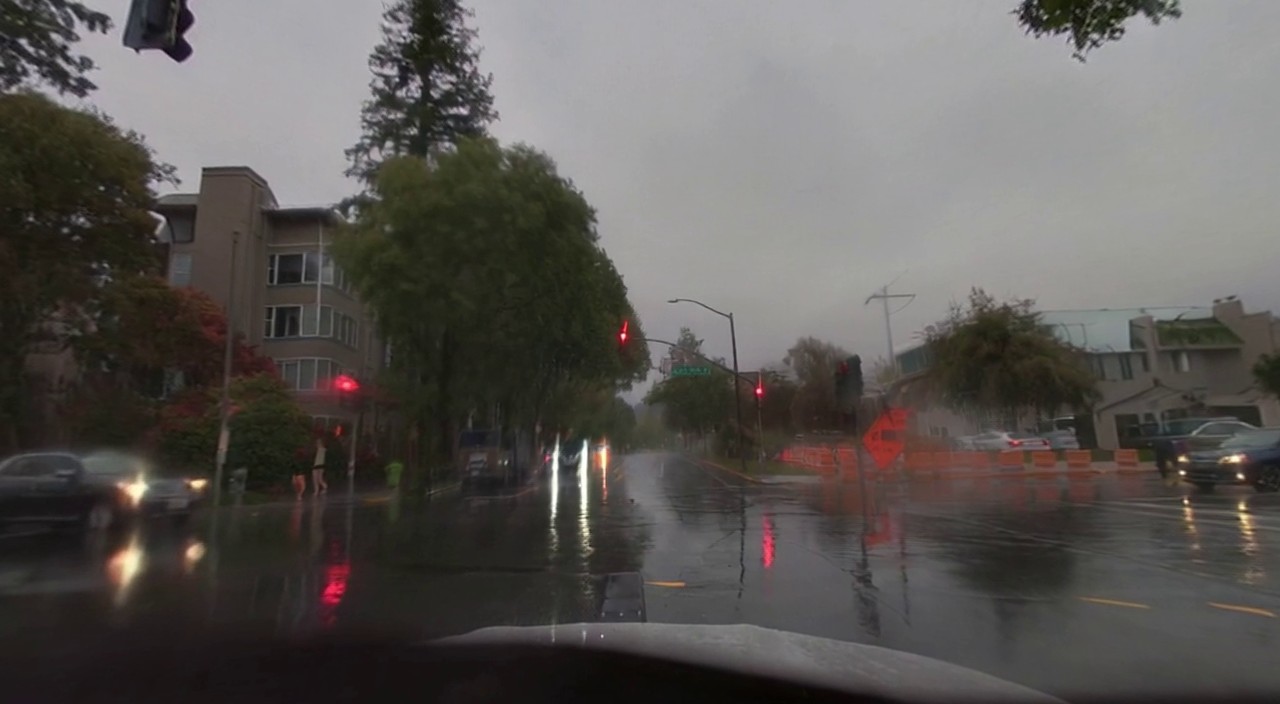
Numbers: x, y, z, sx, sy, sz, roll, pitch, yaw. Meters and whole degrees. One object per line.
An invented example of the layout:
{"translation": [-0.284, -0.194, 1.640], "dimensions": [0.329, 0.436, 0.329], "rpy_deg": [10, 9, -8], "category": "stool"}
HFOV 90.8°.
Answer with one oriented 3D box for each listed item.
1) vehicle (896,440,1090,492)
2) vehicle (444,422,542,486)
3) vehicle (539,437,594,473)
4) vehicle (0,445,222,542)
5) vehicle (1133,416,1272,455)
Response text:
{"translation": [11.191, 3.626, 20.432], "dimensions": [5.158, 1.470, 2.012], "rpy_deg": [-4, -10, 26], "category": "vehicle"}
{"translation": [-6.490, 4.651, 29.197], "dimensions": [2.896, 2.560, 7.322], "rpy_deg": [0, -8, -1], "category": "vehicle"}
{"translation": [-3.683, 5.278, 32.496], "dimensions": [2.302, 1.708, 4.764], "rpy_deg": [0, -9, 0], "category": "vehicle"}
{"translation": [-11.188, 2.708, 12.497], "dimensions": [4.390, 1.700, 2.048], "rpy_deg": [-1, -9, 4], "category": "vehicle"}
{"translation": [33.273, 4.953, 37.493], "dimensions": [5.969, 2.225, 2.458], "rpy_deg": [0, -9, -4], "category": "vehicle"}
